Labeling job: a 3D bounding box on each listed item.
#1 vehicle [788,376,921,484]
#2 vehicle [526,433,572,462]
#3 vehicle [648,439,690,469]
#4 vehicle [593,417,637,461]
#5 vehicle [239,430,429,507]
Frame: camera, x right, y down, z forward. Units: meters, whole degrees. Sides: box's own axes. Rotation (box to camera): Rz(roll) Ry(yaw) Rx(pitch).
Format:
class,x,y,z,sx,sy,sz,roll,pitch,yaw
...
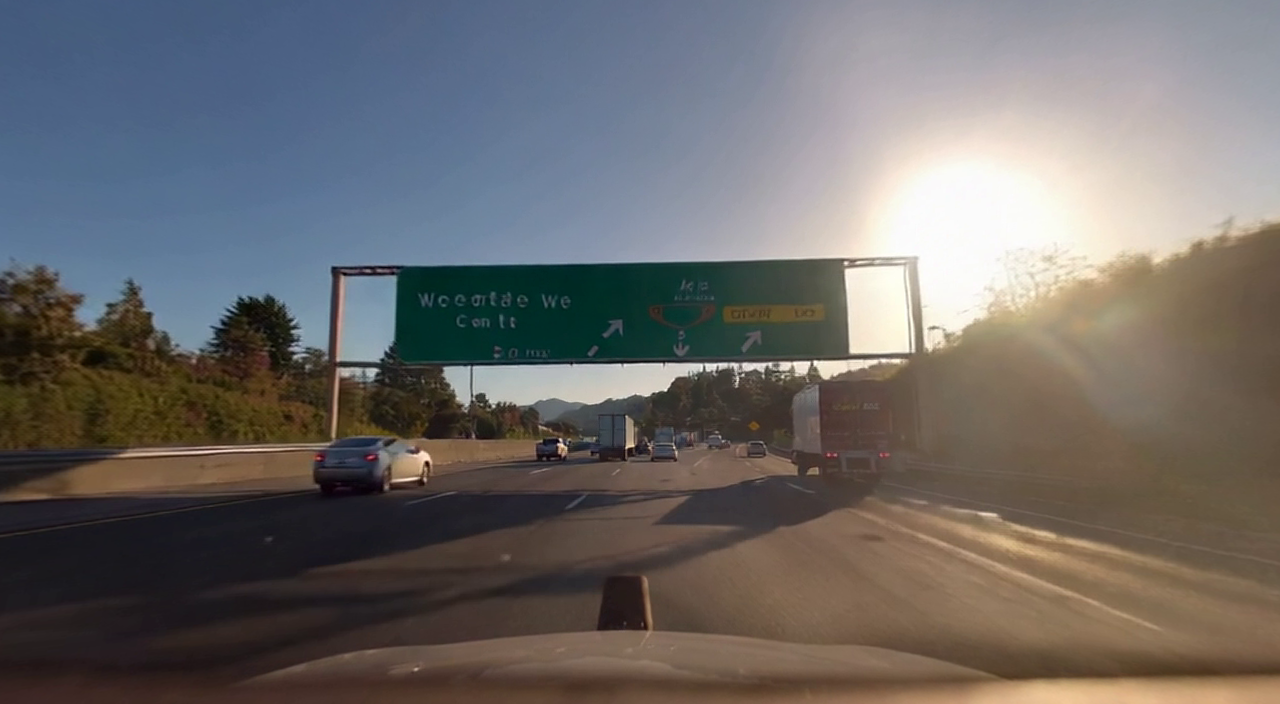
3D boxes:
class,x,y,z,sx,sy,sz,roll,pitch,yaw
vehicle,7.833,3.080,24.265,2.895,3.484,7.631,-1,-8,4
vehicle,-6.265,6.657,44.065,2.272,1.850,5.156,0,-8,2
vehicle,1.509,5.453,33.879,2.105,1.502,4.068,0,-8,1
vehicle,-1.824,6.810,49.278,2.745,3.156,7.608,0,-8,3
vehicle,-6.738,2.612,14.626,1.950,1.485,4.589,0,-8,2
